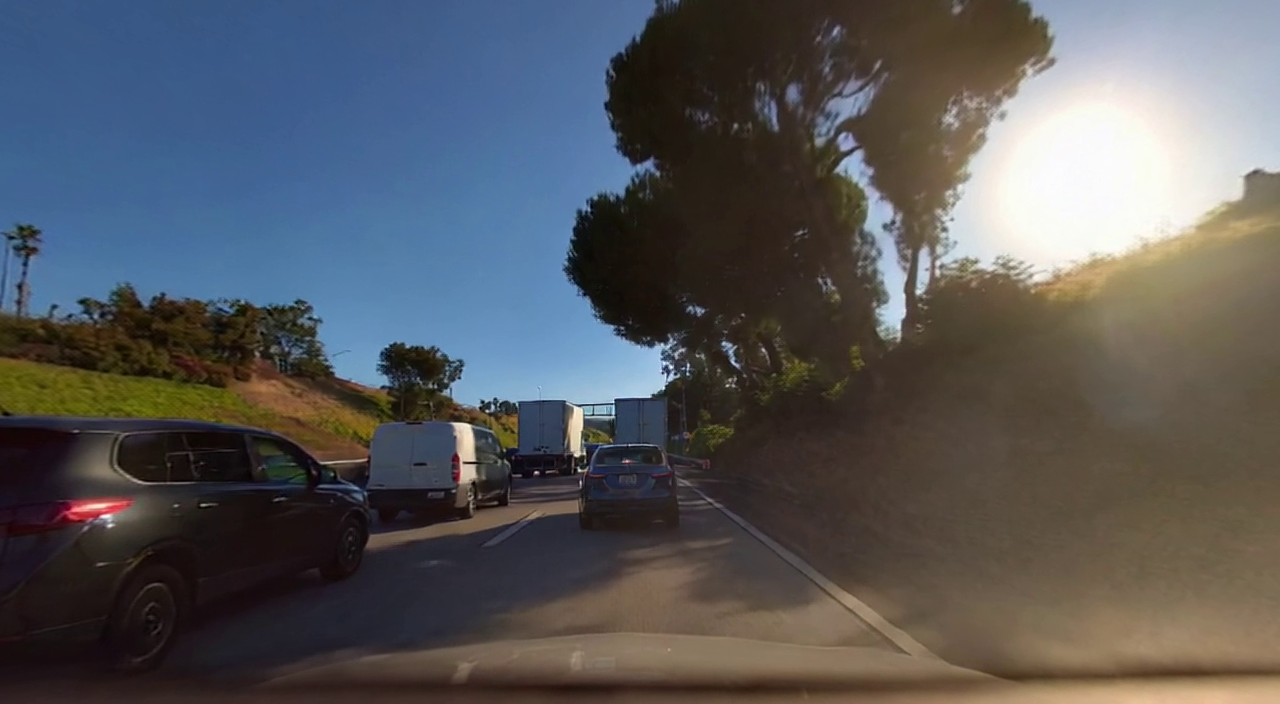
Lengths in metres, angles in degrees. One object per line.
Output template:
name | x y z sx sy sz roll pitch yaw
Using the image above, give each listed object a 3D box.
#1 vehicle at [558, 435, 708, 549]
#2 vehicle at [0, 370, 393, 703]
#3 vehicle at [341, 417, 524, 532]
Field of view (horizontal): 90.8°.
vehicle | -0.095 2.137 10.175 1.995 1.495 3.380 0 -9 0
vehicle | -3.665 1.208 4.452 2.029 1.656 4.437 0 -9 0
vehicle | -3.930 2.422 12.990 2.055 1.913 4.584 -1 -9 2
